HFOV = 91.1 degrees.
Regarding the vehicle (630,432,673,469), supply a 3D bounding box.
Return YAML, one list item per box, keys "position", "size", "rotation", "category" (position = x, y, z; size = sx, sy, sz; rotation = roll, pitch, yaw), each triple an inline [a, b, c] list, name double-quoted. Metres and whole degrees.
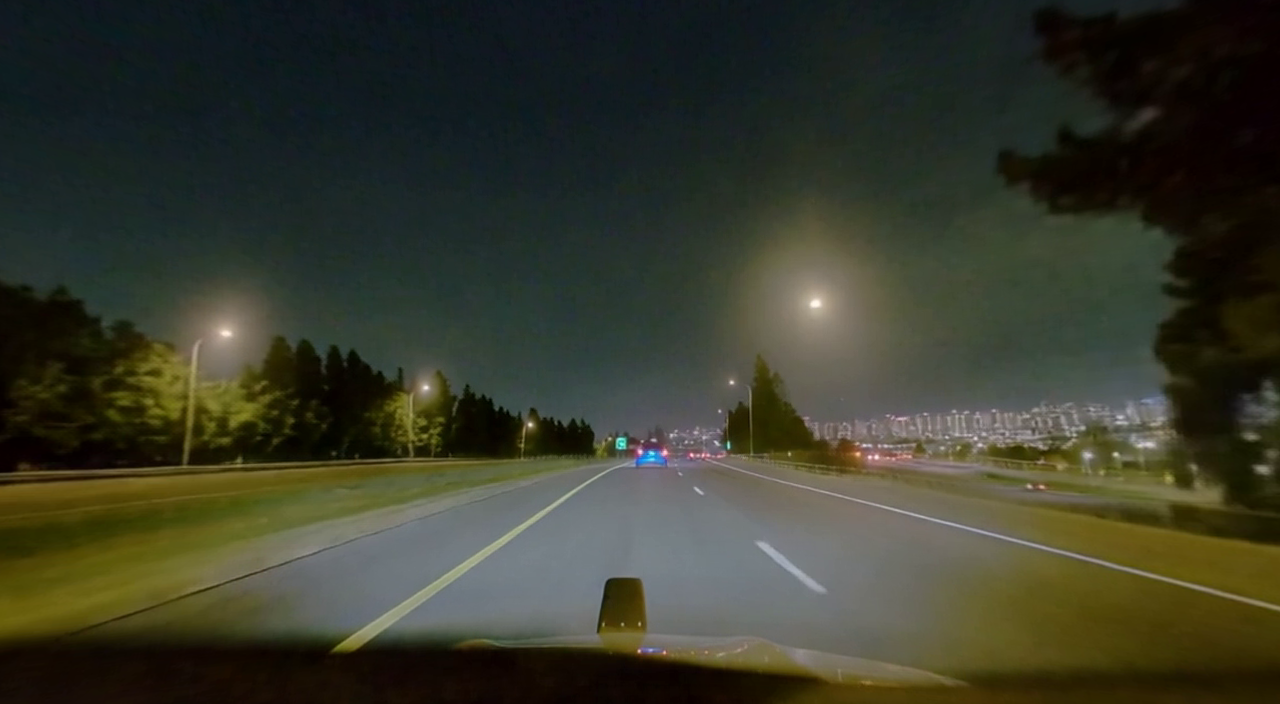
- position: [0.756, 6.156, 39.282]
  size: [2.546, 2.126, 5.153]
  rotation: [-1, -8, 2]
  category: "vehicle"
